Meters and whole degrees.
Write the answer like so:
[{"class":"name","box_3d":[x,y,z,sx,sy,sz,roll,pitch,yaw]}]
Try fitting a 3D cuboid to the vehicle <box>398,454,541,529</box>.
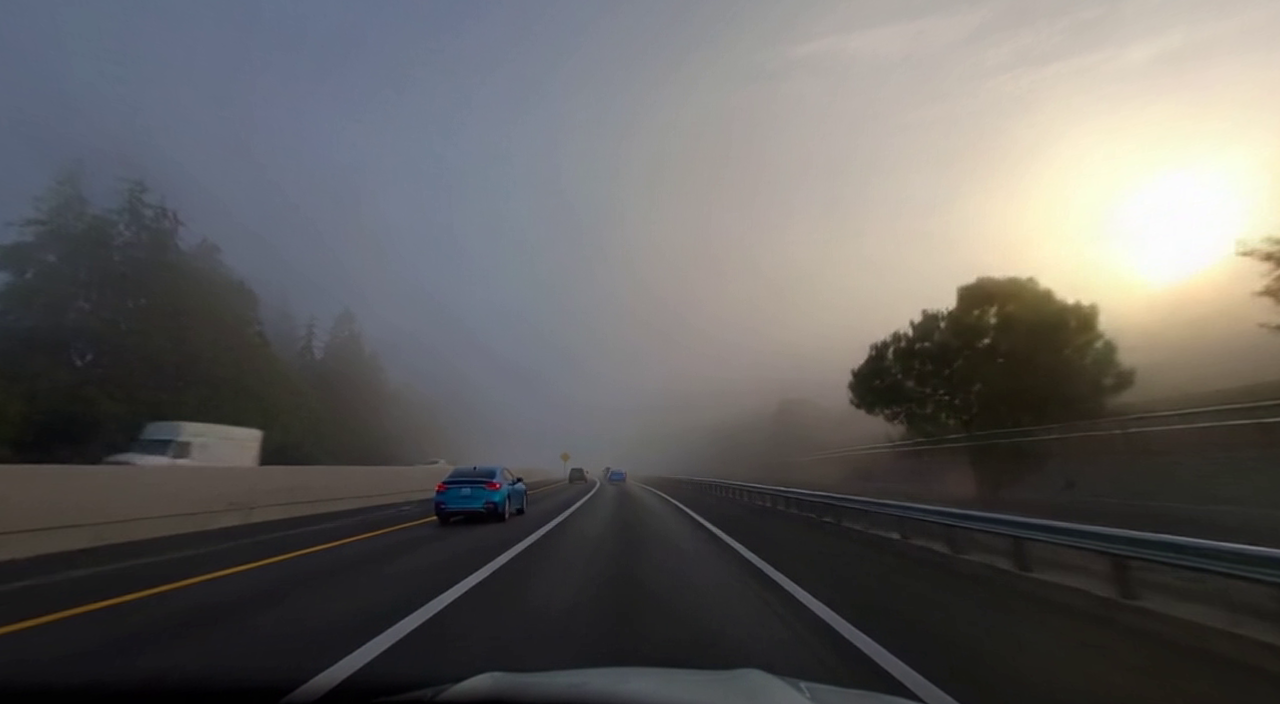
[{"class":"vehicle","box_3d":[-4.096,3.502,16.223,2.328,1.559,5.041,1,-11,-1]}]
